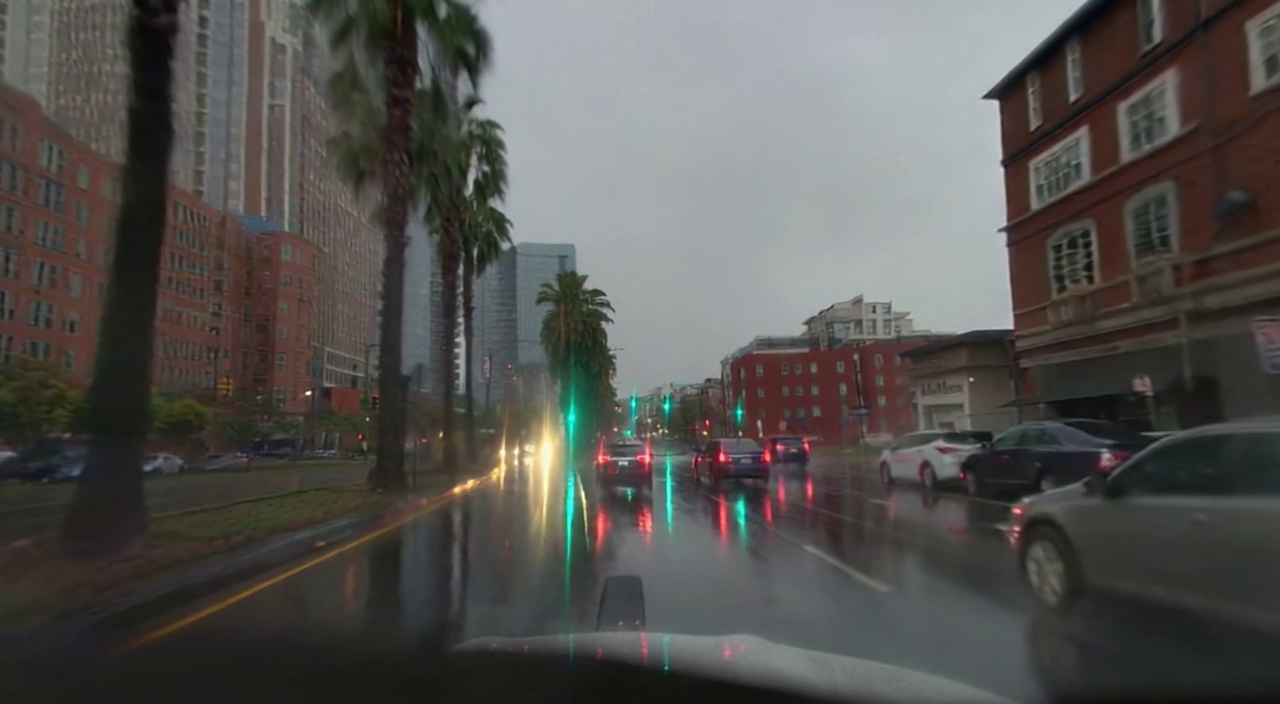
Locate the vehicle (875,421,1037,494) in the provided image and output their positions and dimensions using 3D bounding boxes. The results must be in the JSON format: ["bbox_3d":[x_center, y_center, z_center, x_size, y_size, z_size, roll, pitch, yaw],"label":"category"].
[{"bbox_3d":[8.419,2.844,17.404,1.946,1.715,4.365,0,-8,-4],"label":"vehicle"}]

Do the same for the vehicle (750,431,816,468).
[{"bbox_3d":[7.023,4.860,31.640,2.000,1.685,4.487,0,-8,-3],"label":"vehicle"}]

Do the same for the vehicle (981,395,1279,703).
[{"bbox_3d":[3.955,0.977,3.213,1.920,1.490,4.417,0,-8,-1],"label":"vehicle"}]

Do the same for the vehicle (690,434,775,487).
[{"bbox_3d":[2.800,3.376,20.001,1.909,1.500,3.524,0,-8,-4],"label":"vehicle"}]

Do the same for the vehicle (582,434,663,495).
[{"bbox_3d":[-0.524,3.110,17.878,2.048,1.503,3.681,0,-8,-3],"label":"vehicle"}]

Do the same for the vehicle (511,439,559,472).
[{"bbox_3d":[-5.245,5.188,31.976,1.977,1.501,4.435,0,-8,-4],"label":"vehicle"}]
